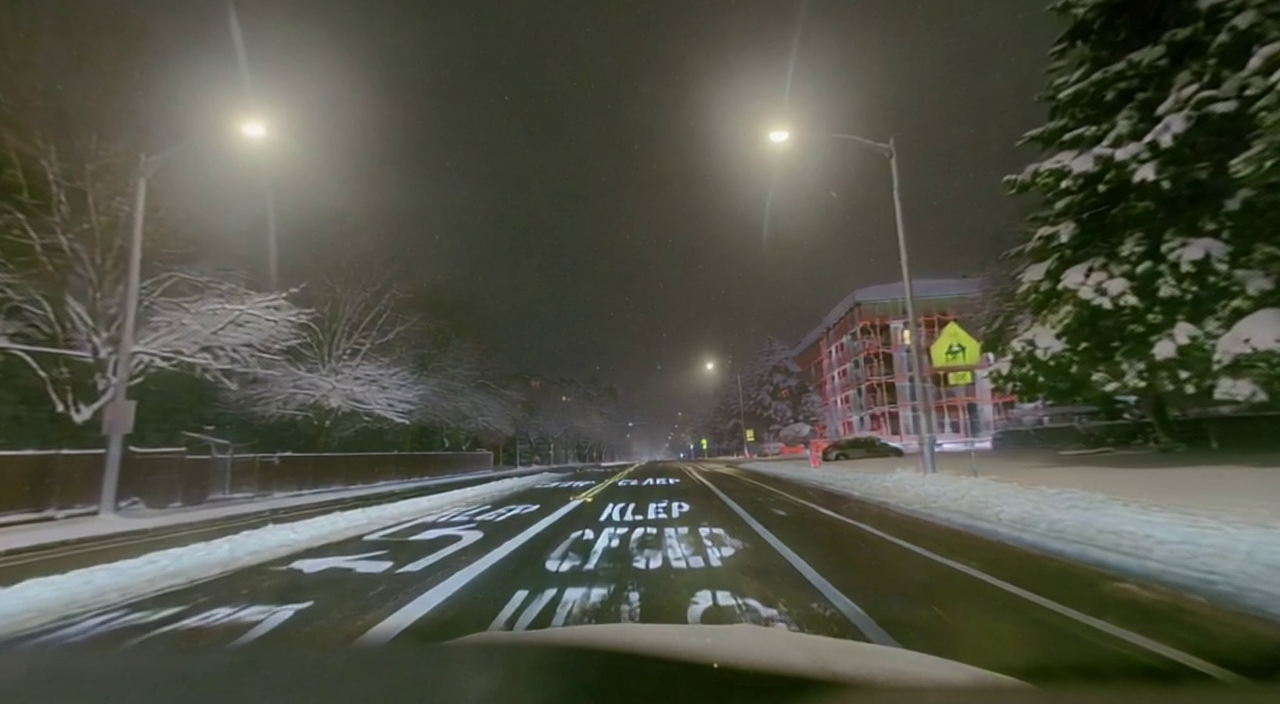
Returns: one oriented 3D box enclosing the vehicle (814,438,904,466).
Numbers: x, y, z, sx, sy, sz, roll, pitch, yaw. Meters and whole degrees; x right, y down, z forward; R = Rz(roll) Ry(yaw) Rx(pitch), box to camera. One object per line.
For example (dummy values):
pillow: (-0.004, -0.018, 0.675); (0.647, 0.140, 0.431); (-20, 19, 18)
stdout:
vehicle: (11.909, 5.481, 34.637); (4.251, 1.418, 1.896); (-1, -9, 3)
